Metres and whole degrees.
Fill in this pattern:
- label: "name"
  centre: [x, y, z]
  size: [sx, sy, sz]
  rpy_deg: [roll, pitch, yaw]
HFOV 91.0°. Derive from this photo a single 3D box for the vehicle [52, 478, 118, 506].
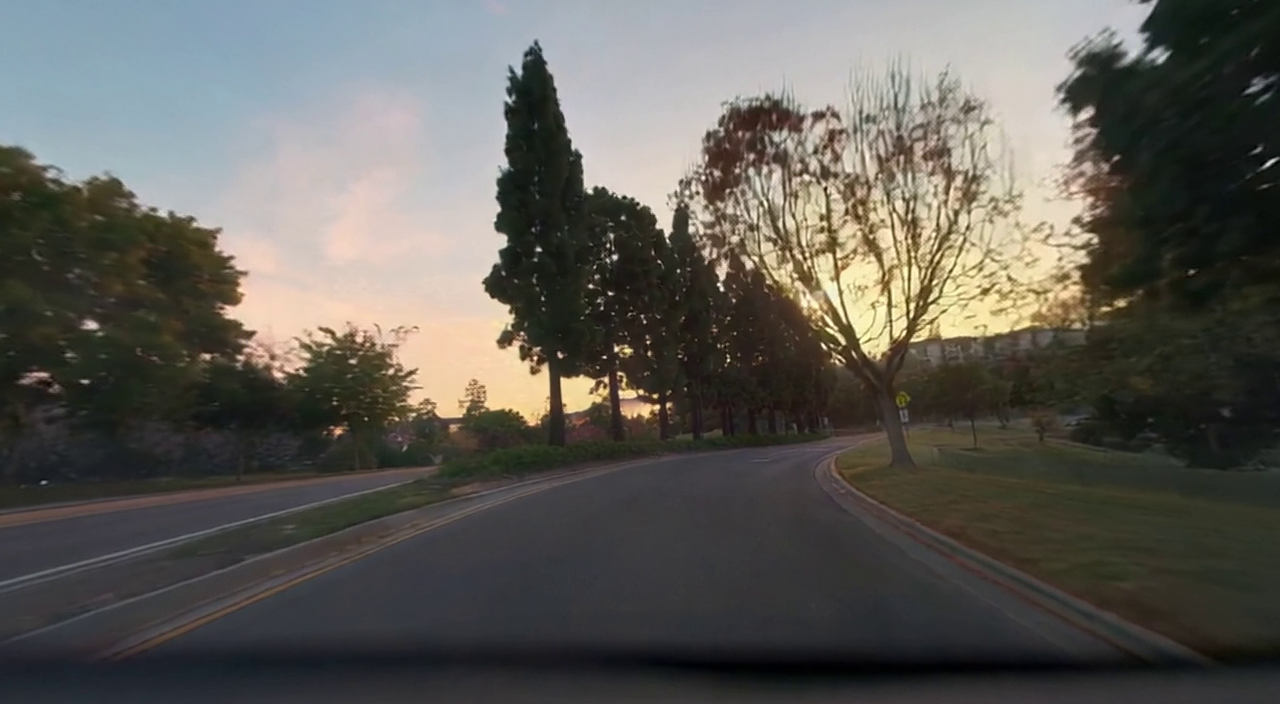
- label: "vehicle"
  centre: [-43.137, 10.862, 49.049]
  size: [1.978, 1.724, 4.458]
  rpy_deg: [2, -9, -15]
